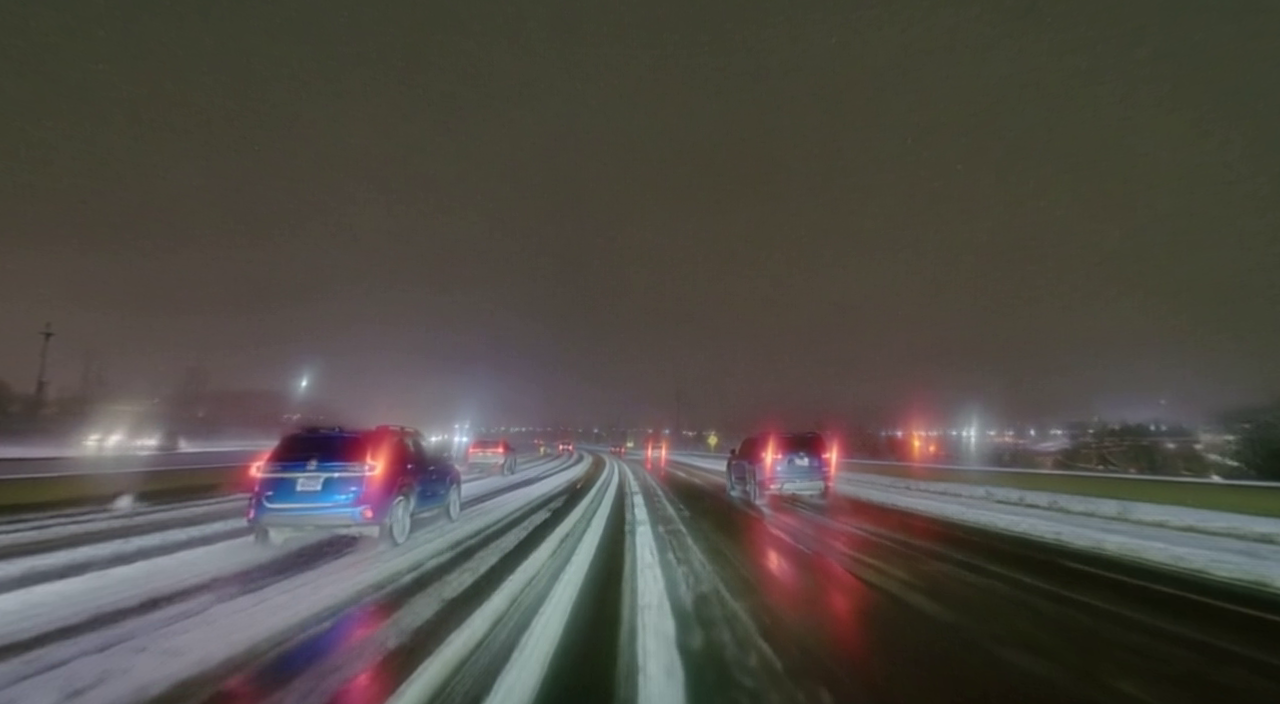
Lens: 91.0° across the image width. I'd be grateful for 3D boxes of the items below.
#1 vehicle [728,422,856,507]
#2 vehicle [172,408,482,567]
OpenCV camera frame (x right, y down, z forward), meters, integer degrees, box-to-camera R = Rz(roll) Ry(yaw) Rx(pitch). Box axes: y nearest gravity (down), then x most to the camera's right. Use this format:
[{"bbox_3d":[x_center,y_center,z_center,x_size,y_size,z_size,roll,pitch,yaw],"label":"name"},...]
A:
[{"bbox_3d":[3.720,2.866,16.442,2.153,1.860,4.689,0,-9,0],"label":"vehicle"},{"bbox_3d":[-4.025,1.840,9.254,2.214,1.743,4.465,0,-9,0],"label":"vehicle"}]
